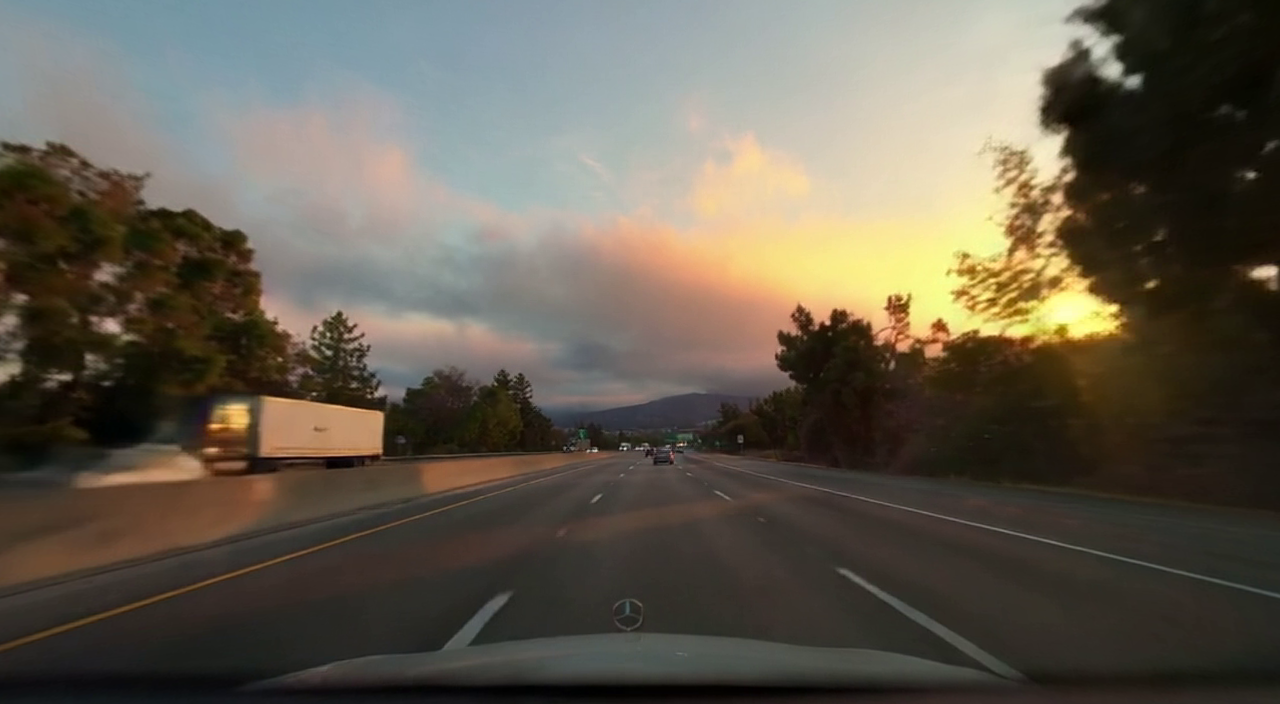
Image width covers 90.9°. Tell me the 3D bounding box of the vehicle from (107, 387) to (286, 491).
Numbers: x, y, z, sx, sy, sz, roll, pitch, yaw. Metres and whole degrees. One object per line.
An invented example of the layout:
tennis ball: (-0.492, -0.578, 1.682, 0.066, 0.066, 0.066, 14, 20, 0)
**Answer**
vehicle: (-18.915, 3.823, 27.512, 3.195, 4.035, 5.892, 0, -9, 1)

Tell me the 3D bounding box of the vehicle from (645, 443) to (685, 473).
vehicle: (1.409, 6.294, 37.456, 2.231, 1.652, 4.503, 0, -9, 1)
